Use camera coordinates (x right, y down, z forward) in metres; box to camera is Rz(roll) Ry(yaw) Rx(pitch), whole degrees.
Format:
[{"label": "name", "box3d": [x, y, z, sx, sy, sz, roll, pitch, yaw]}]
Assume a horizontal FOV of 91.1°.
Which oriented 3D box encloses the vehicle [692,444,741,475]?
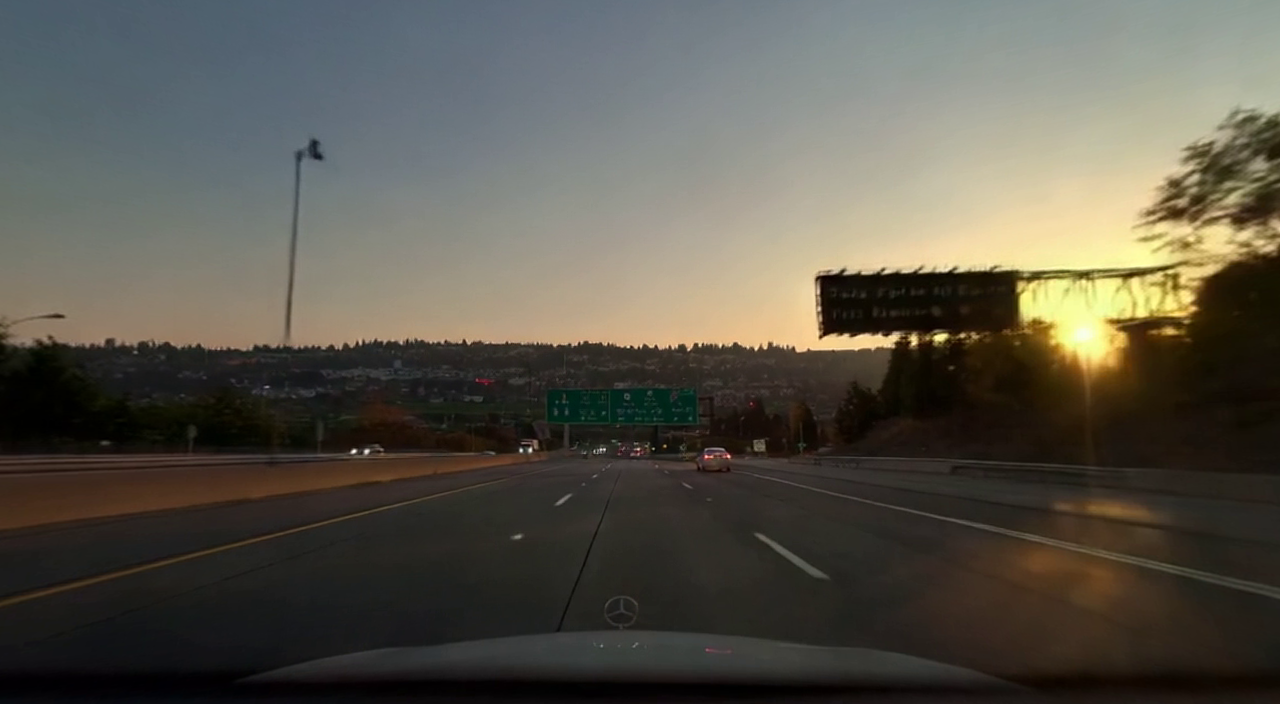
[{"label": "vehicle", "box3d": [4.034, 5.737, 33.664, 1.984, 1.540, 3.973, 0, -9, -2]}]
